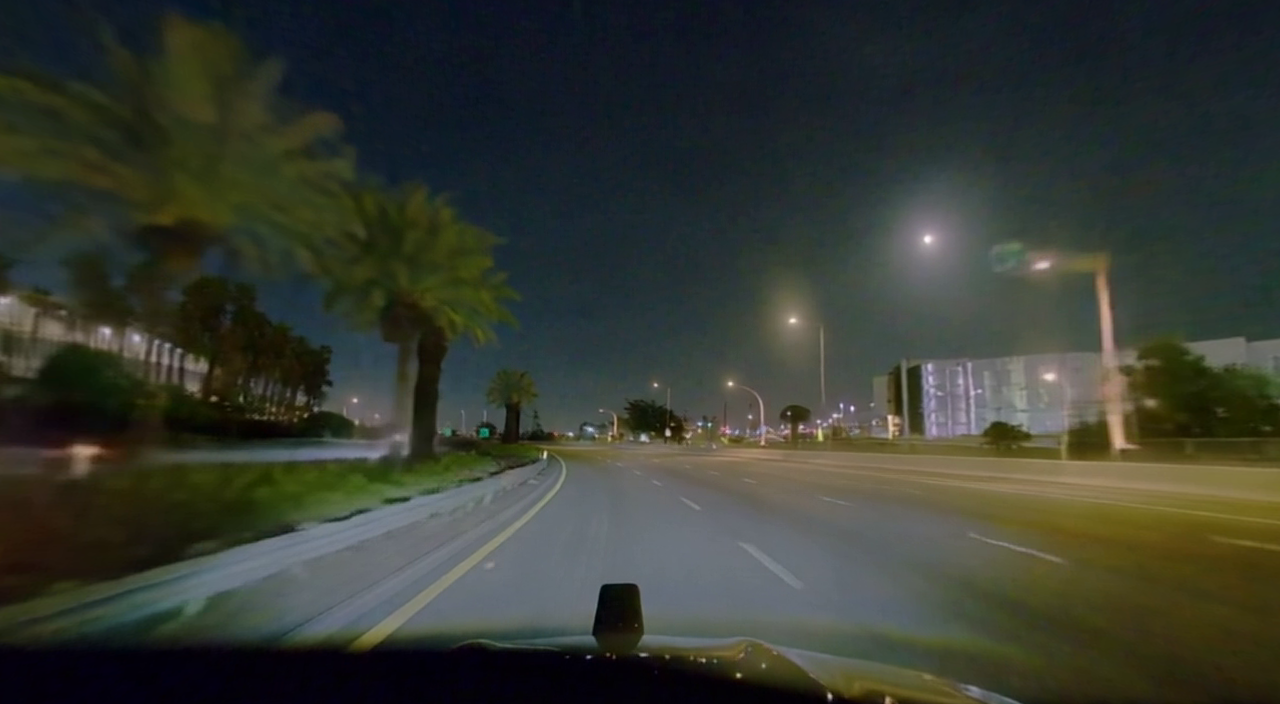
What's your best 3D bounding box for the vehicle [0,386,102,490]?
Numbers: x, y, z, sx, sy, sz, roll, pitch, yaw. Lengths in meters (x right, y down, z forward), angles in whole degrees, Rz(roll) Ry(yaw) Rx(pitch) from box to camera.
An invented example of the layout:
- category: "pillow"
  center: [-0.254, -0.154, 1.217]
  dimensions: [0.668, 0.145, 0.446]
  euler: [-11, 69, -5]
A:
- category: "vehicle"
  center: [-12.152, 1.448, 10.604]
  dimensions: [2.111, 1.793, 4.783]
  euler: [0, -9, -2]
